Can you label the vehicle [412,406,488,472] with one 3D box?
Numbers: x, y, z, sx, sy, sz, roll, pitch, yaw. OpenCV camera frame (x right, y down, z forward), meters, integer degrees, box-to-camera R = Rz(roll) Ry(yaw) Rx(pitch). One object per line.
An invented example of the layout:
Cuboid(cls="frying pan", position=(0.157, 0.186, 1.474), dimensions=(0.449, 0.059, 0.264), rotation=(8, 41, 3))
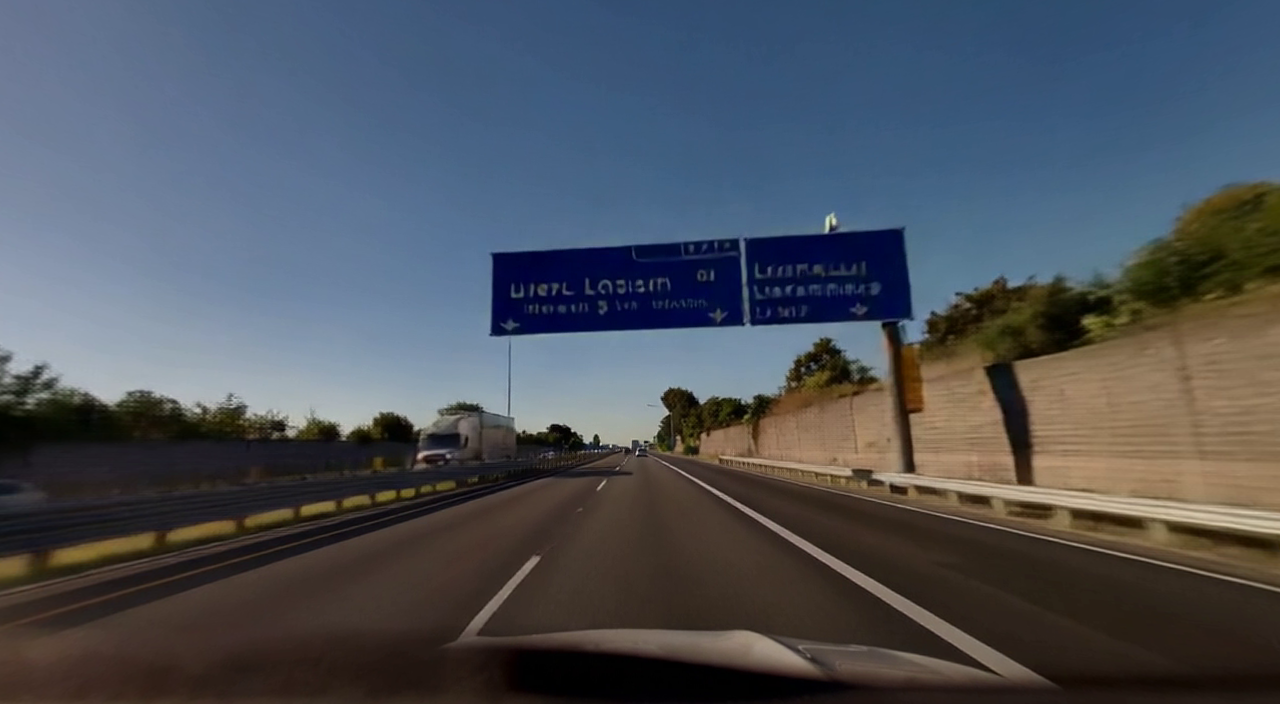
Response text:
Cuboid(cls="vehicle", position=(-11.931, 5.588, 40.288), dimensions=(2.945, 3.831, 5.831), rotation=(0, -9, 0))
